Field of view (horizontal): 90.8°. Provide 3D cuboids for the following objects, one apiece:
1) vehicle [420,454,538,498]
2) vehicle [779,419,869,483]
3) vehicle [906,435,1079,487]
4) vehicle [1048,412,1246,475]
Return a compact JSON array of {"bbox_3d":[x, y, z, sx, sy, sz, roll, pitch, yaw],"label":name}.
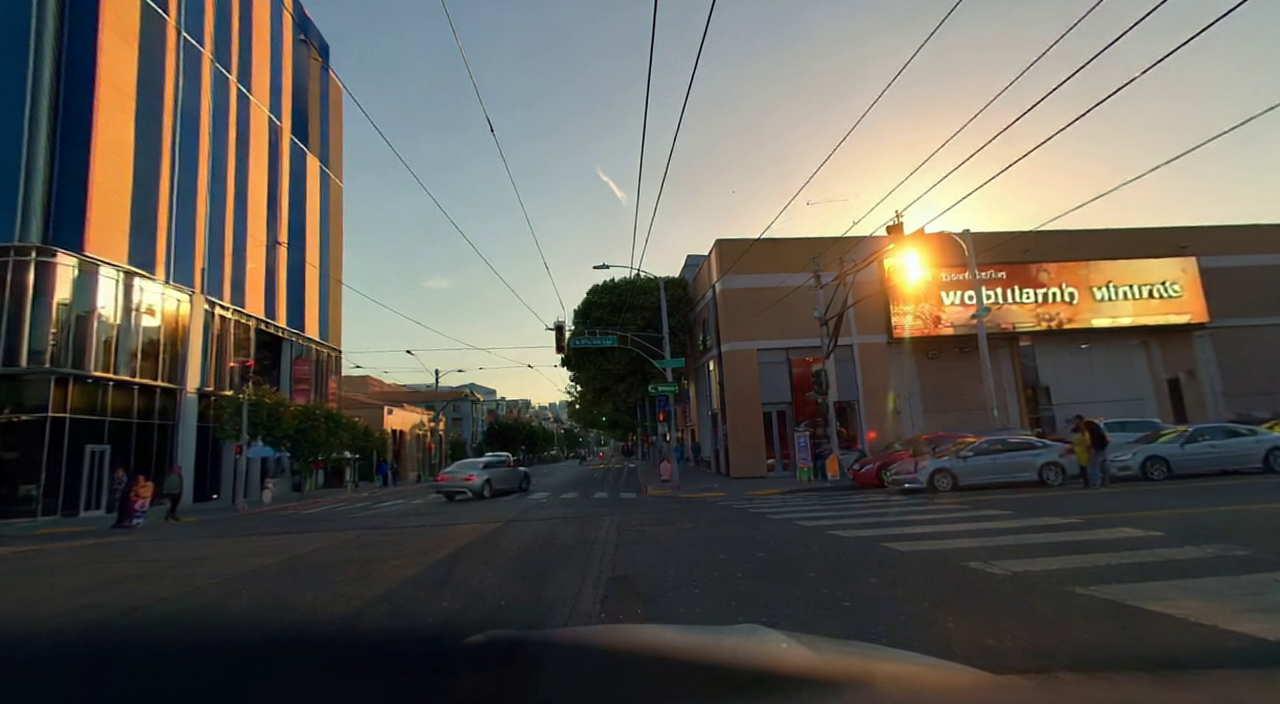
[{"bbox_3d":[-6.239,4.831,25.032,1.797,1.490,4.549,-5,-10,31],"label":"vehicle"},{"bbox_3d":[7.604,4.098,26.634,2.316,2.425,4.466,1,-7,-2],"label":"vehicle"},{"bbox_3d":[11.399,3.524,20.572,4.697,1.510,1.596,0,-9,-4],"label":"vehicle"},{"bbox_3d":[16.765,3.043,21.071,4.944,1.946,1.952,0,-8,-3],"label":"vehicle"}]
